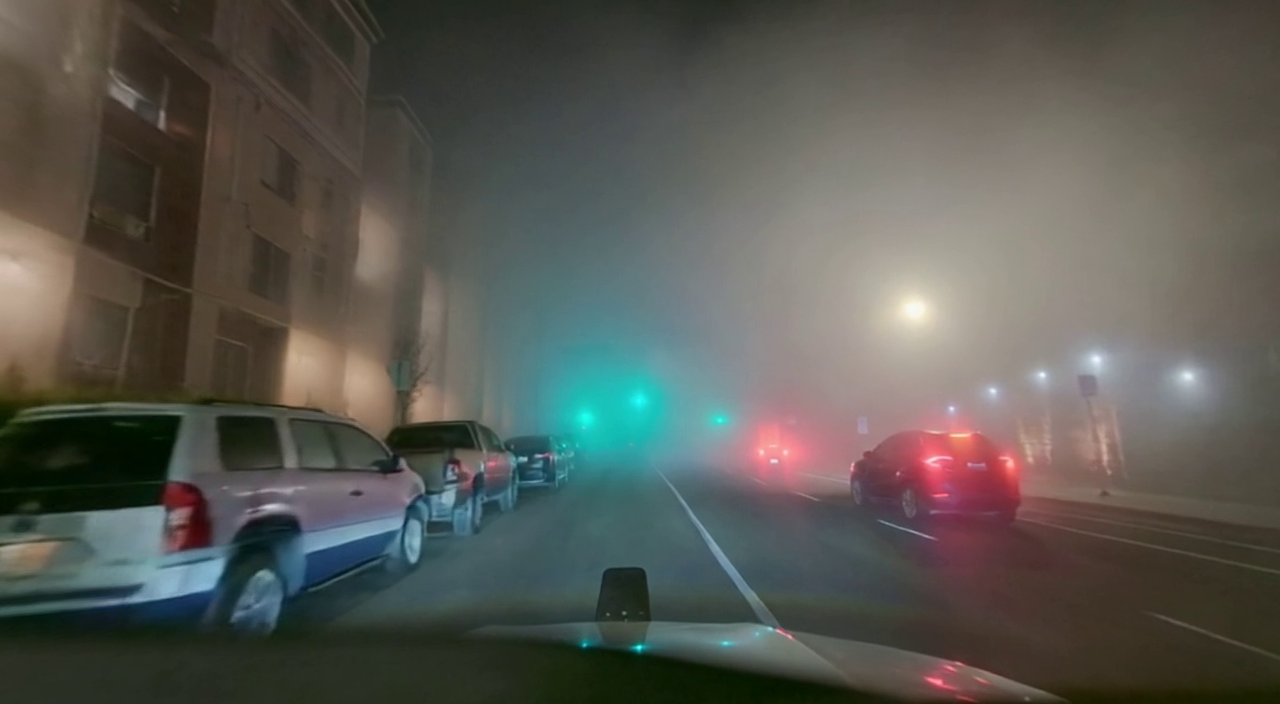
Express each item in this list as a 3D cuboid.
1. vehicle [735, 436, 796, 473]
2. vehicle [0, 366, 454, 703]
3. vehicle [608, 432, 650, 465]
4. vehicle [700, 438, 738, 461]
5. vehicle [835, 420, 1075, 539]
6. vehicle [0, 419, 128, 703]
[{"bbox_3d":[5.274,4.369,26.943,1.799,1.463,3.464,0,-8,-2],"label":"vehicle"},{"bbox_3d":[-3.227,1.238,5.239,1.951,1.671,4.615,0,-8,0],"label":"vehicle"},{"bbox_3d":[-0.584,5.212,34.108,2.122,1.689,3.885,0,-8,0],"label":"vehicle"},{"bbox_3d":[5.272,6.580,42.558,1.917,1.467,4.452,0,-8,-1],"label":"vehicle"},{"bbox_3d":[4.957,2.050,10.745,1.891,1.599,4.173,0,-8,0],"label":"vehicle"},{"bbox_3d":[-3.088,0.675,0.229,1.957,1.435,4.662,0,-8,-1],"label":"vehicle"}]
